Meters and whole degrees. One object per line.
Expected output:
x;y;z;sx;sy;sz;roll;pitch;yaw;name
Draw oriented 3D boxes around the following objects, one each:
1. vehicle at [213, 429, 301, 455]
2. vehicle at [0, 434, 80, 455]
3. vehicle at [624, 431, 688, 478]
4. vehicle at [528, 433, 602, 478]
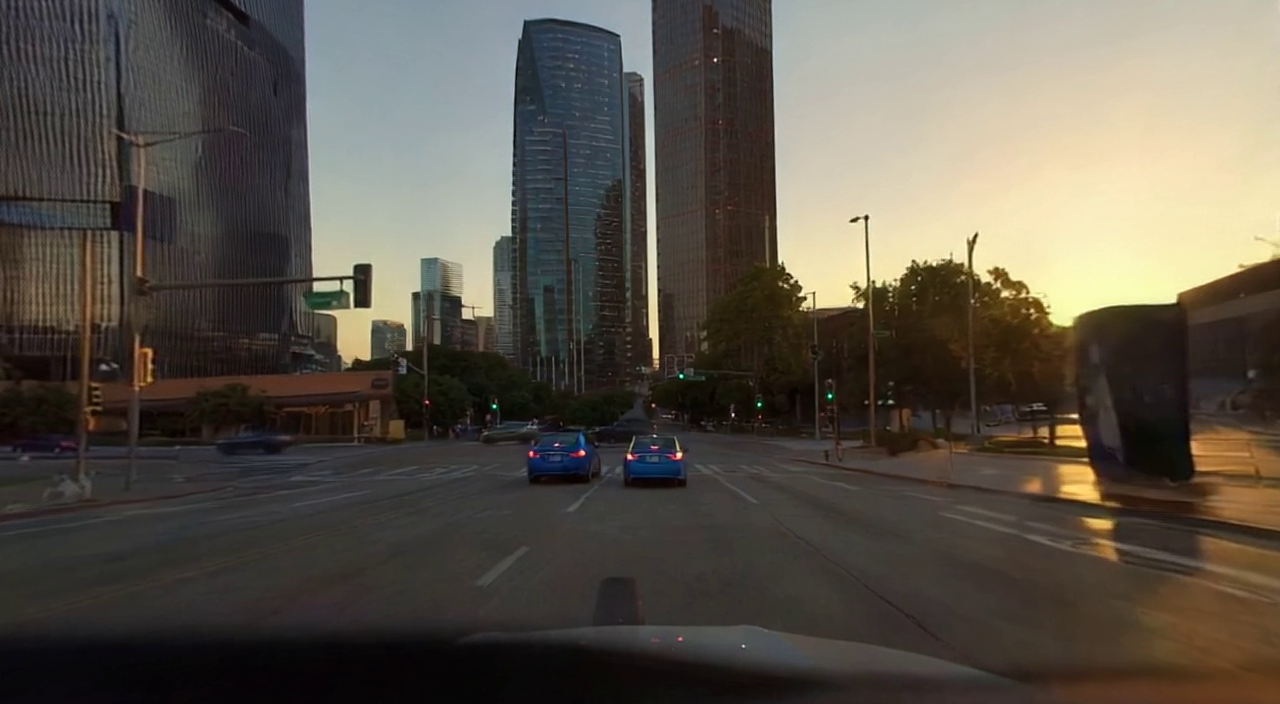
-27.562;6.508;45.661;4.964;1.789;1.941;2;-9;-11;vehicle
-46.526;7.153;48.846;4.314;1.571;1.846;1;-9;-9;vehicle
0.539;3.532;21.963;2.016;1.478;3.795;0;-8;1;vehicle
-2.609;3.738;23.105;1.995;1.479;4.627;0;-8;2;vehicle
